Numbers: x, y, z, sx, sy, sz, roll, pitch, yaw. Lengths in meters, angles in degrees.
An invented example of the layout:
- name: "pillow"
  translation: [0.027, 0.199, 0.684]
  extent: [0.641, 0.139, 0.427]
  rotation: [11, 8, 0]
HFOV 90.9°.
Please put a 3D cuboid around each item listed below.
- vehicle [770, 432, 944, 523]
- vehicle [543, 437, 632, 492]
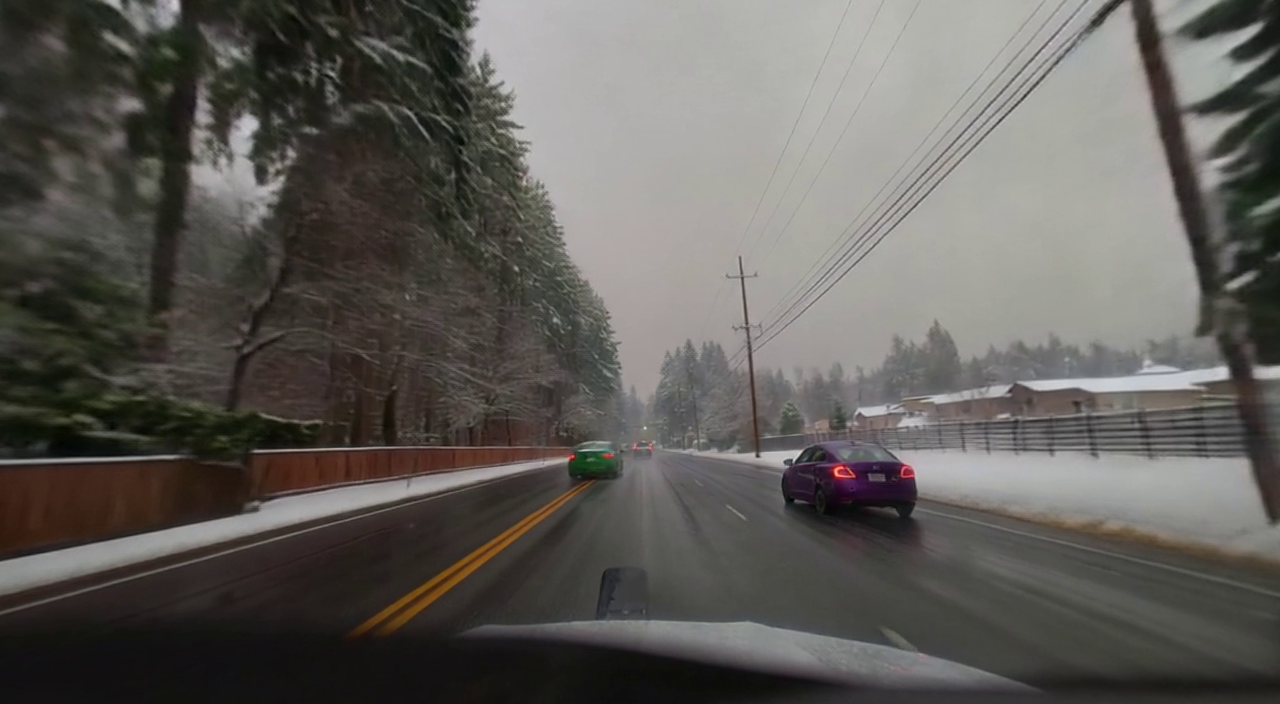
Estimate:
- name: "vehicle"
  translation: [4.155, 2.449, 12.986]
  extent: [1.943, 1.471, 4.515]
  rotation: [-1, -8, 0]
- name: "vehicle"
  translation: [-1.580, 3.612, 20.764]
  extent: [2.206, 1.525, 4.695]
  rotation: [-2, -8, 4]
